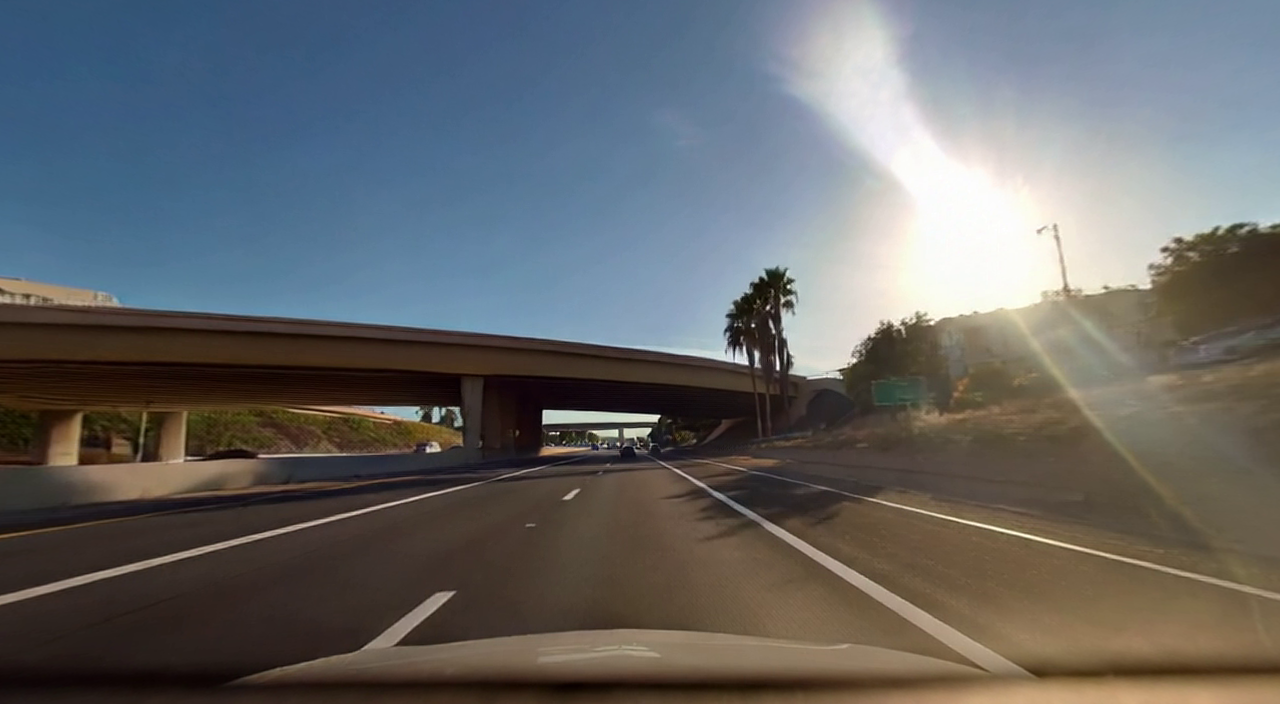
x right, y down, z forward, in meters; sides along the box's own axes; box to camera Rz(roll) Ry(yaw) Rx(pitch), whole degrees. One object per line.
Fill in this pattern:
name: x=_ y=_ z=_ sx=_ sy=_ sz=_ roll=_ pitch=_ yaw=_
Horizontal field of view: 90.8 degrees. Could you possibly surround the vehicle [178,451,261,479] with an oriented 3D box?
vehicle: x=-24.965 y=6.683 z=37.720 sx=1.816 sy=1.479 sz=4.629 roll=0 pitch=-8 yaw=0
